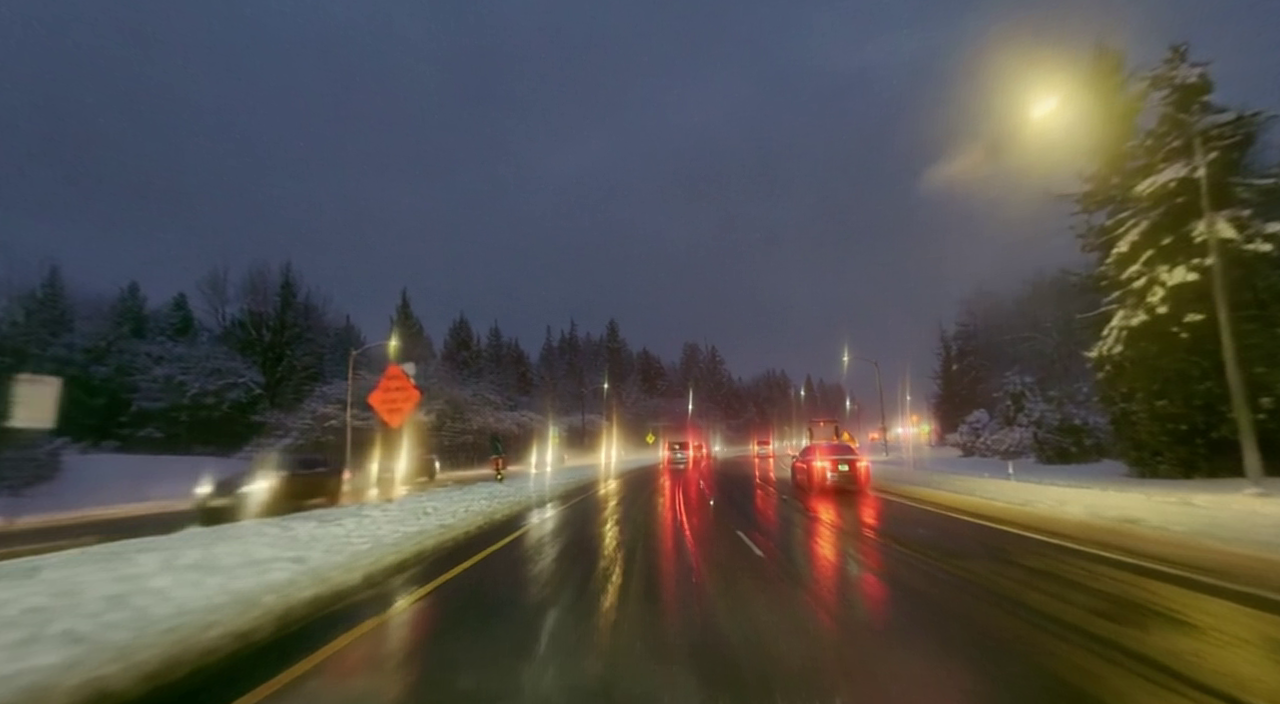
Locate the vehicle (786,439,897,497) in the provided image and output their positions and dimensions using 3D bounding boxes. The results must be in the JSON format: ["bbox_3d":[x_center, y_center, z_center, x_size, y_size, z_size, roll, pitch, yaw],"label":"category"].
[{"bbox_3d":[5.679,3.313,18.430,2.044,1.474,4.083,-1,-9,3],"label":"vehicle"}]

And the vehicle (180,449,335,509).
[{"bbox_3d":[-11.958,3.962,20.183,2.032,1.657,4.271,-1,-9,4],"label":"vehicle"}]

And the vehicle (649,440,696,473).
[{"bbox_3d":[1.849,5.673,34.457,2.201,1.676,4.541,-1,-9,7],"label":"vehicle"}]

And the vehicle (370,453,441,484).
[{"bbox_3d":[-13.566,6.752,36.864,1.913,1.610,4.549,-1,-9,7],"label":"vehicle"}]
